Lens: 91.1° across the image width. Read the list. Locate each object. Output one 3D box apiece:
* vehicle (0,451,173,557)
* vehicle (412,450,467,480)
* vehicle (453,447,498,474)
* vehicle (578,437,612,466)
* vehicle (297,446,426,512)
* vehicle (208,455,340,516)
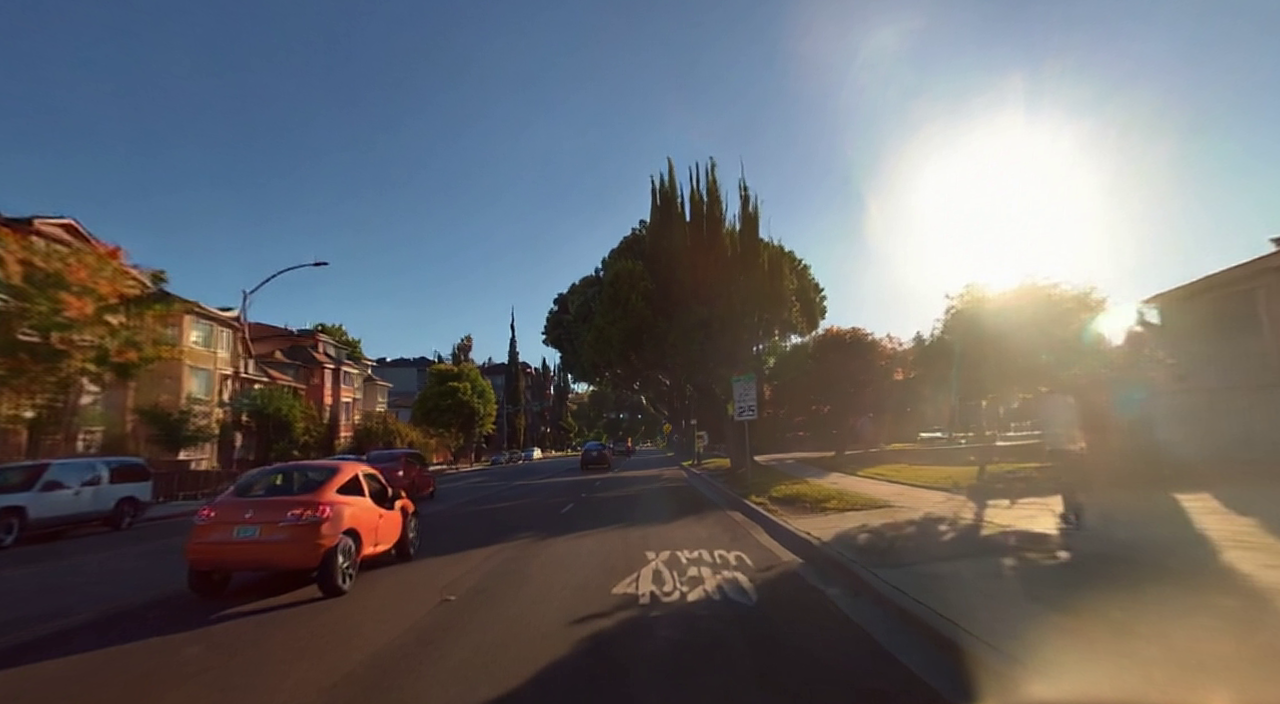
[{"bbox_3d":[-12.187,2.922,12.548,1.904,1.728,4.997,1,-8,-1],"label":"vehicle"},{"bbox_3d":[-12.237,6.894,38.651,2.106,1.701,4.629,0,-8,-3],"label":"vehicle"},{"bbox_3d":[-12.143,8.001,46.606,2.066,1.785,4.608,1,-8,0],"label":"vehicle"},{"bbox_3d":[-2.922,6.624,41.806,1.908,1.809,4.230,0,-8,1],"label":"vehicle"},{"bbox_3d":[-9.032,4.110,20.917,2.019,1.907,4.697,0,-8,1],"label":"vehicle"},{"bbox_3d":[-12.221,4.426,21.355,1.910,1.462,4.581,-4,-7,-2],"label":"vehicle"}]
